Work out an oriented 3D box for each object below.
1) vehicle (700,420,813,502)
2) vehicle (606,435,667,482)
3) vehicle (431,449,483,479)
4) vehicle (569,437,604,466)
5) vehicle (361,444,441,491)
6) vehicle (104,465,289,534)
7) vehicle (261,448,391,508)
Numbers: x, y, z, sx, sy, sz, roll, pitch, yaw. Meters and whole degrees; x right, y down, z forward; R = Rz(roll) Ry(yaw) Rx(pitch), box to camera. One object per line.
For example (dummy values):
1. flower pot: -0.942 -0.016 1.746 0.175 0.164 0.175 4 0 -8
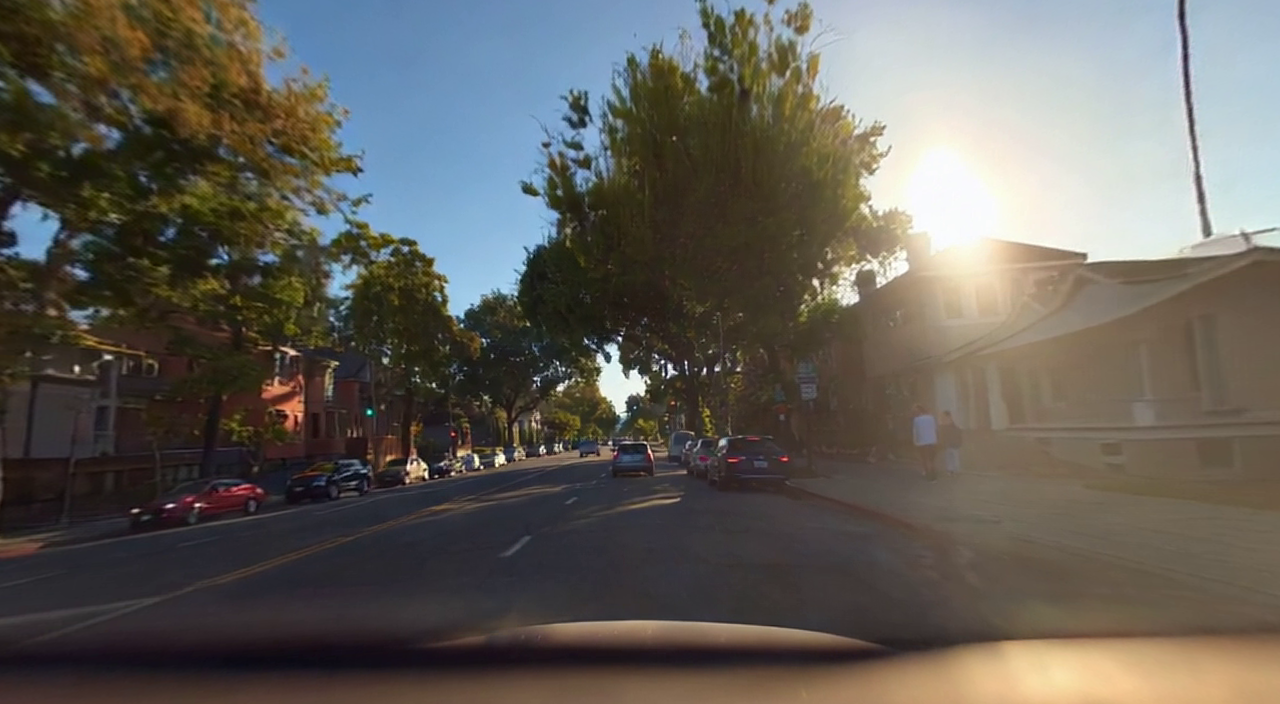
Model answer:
1. vehicle: 2.708 2.646 15.754 1.969 1.725 4.387 0 -8 0
2. vehicle: -0.125 3.797 22.771 1.998 1.518 4.015 0 -8 0
3. vehicle: -12.174 7.500 42.309 2.026 1.791 4.909 0 -8 0
4. vehicle: -3.565 6.714 42.679 1.983 1.841 4.013 0 -8 0
5. vehicle: -12.233 5.897 32.606 2.210 2.148 4.849 0 -8 0
6. vehicle: -11.953 3.958 17.424 1.913 1.475 4.372 -1 -8 1
7. vehicle: -12.109 4.847 24.922 2.109 1.941 6.025 0 -8 -1
